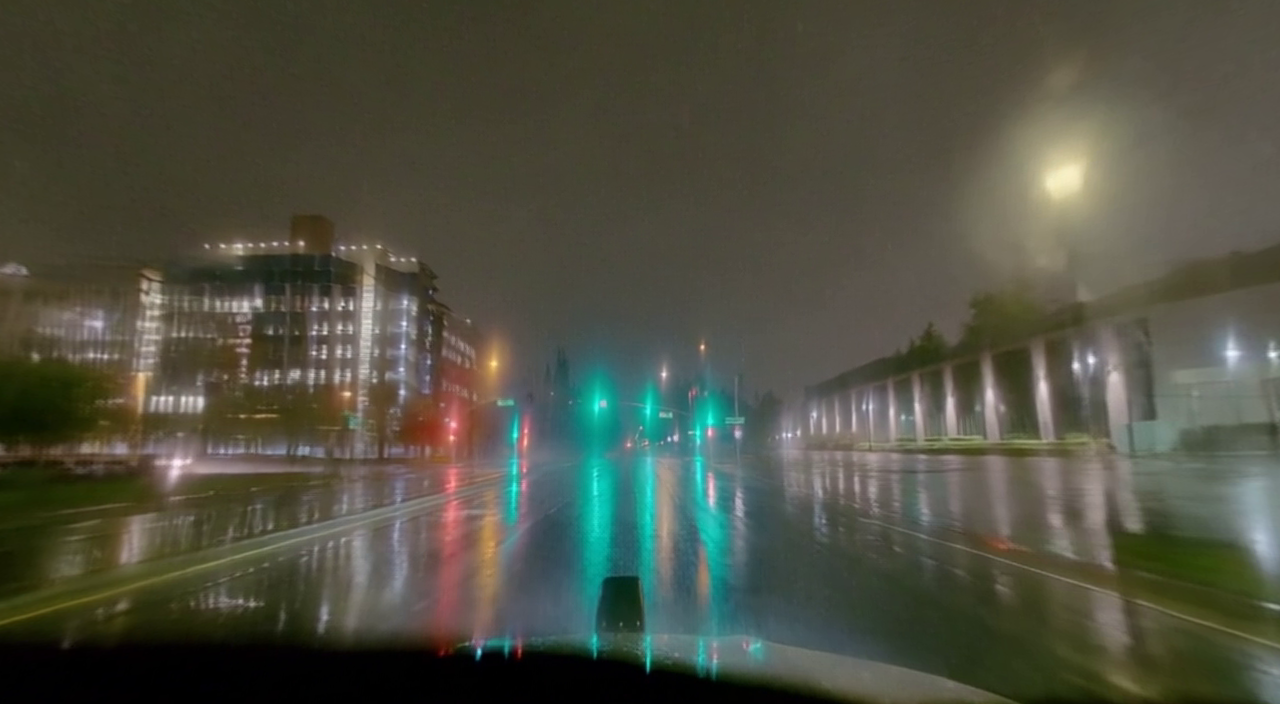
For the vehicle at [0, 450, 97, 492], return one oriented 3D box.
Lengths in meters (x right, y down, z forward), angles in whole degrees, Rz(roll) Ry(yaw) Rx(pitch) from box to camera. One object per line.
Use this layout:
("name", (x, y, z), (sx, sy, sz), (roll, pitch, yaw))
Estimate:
("vehicle", (-24.402, 4.624, 24.756), (4.281, 1.515, 2.026), (0, -8, -1))
